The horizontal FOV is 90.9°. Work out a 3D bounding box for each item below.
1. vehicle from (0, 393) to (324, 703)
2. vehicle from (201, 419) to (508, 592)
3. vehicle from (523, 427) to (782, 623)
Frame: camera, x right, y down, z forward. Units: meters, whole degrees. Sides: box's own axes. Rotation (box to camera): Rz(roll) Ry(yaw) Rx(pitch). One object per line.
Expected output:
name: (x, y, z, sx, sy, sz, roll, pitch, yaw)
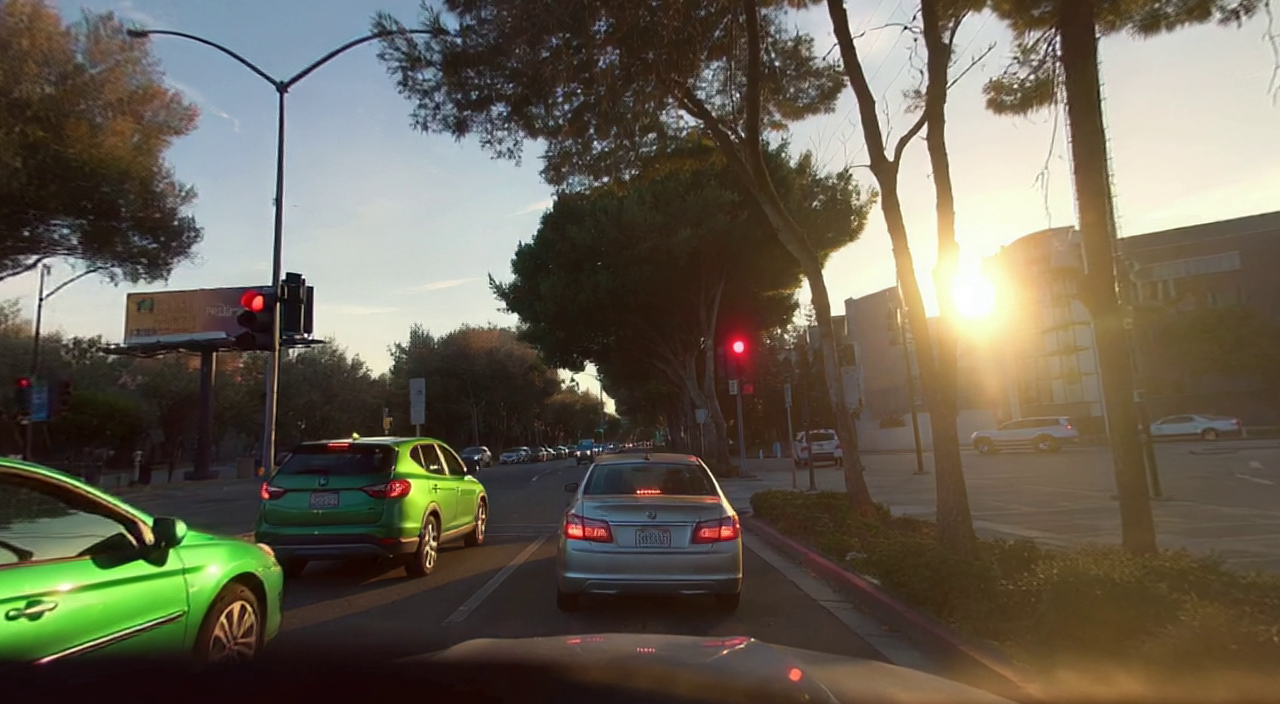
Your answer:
vehicle: (-3.146, 0.951, 2.410, 1.808, 1.520, 3.846, -1, -9, 1)
vehicle: (-3.170, 1.786, 8.126, 1.950, 1.628, 4.082, -1, -9, 1)
vehicle: (0.031, 1.591, 6.625, 1.977, 1.467, 3.474, 0, -9, -2)
